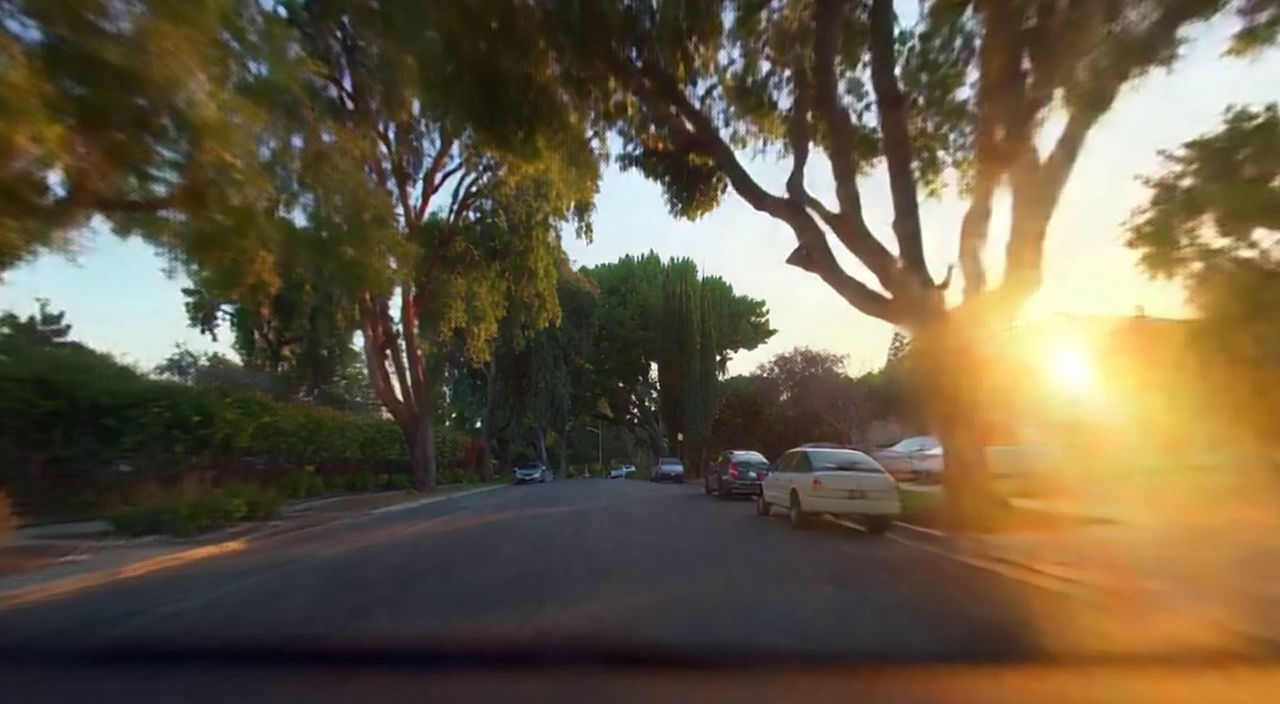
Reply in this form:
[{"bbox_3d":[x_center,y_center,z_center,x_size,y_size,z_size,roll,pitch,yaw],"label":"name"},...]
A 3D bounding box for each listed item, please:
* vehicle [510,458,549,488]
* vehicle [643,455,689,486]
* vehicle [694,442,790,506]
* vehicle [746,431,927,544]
[{"bbox_3d":[-7.089,7.809,41.008,2.051,1.575,4.581,-2,-7,-5],"label":"vehicle"},{"bbox_3d":[1.584,7.481,40.105,2.163,1.742,4.239,1,-9,-8],"label":"vehicle"},{"bbox_3d":[3.103,3.822,20.345,1.990,1.753,4.783,0,-9,-4],"label":"vehicle"},{"bbox_3d":[3.441,2.454,12.158,1.970,1.709,4.568,-1,-8,0],"label":"vehicle"}]
